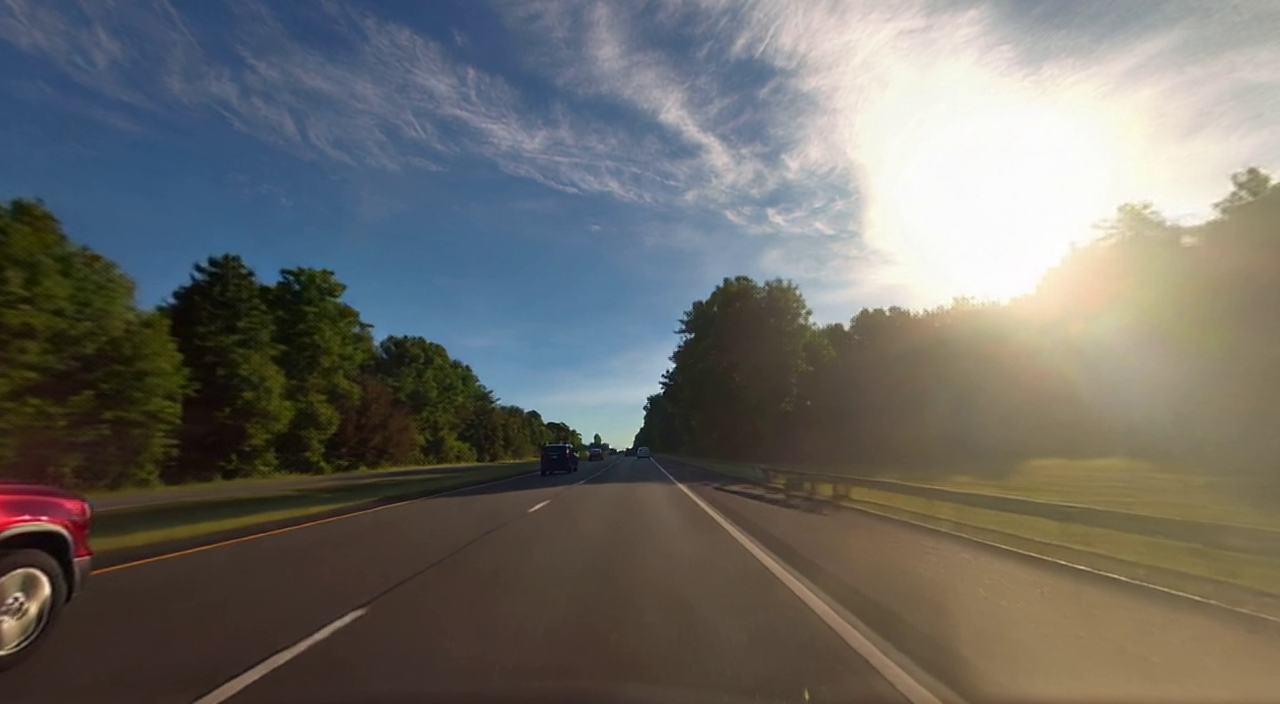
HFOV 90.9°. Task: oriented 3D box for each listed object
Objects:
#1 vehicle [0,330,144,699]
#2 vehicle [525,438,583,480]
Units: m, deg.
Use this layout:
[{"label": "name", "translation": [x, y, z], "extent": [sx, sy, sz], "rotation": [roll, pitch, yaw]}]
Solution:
[{"label": "vehicle", "translation": [-4.462, 0.637, 1.867], "extent": [2.102, 1.941, 4.703], "rotation": [0, -9, 0]}, {"label": "vehicle", "translation": [-3.980, 5.058, 29.902], "extent": [2.056, 1.811, 4.202], "rotation": [0, -9, 1]}]
